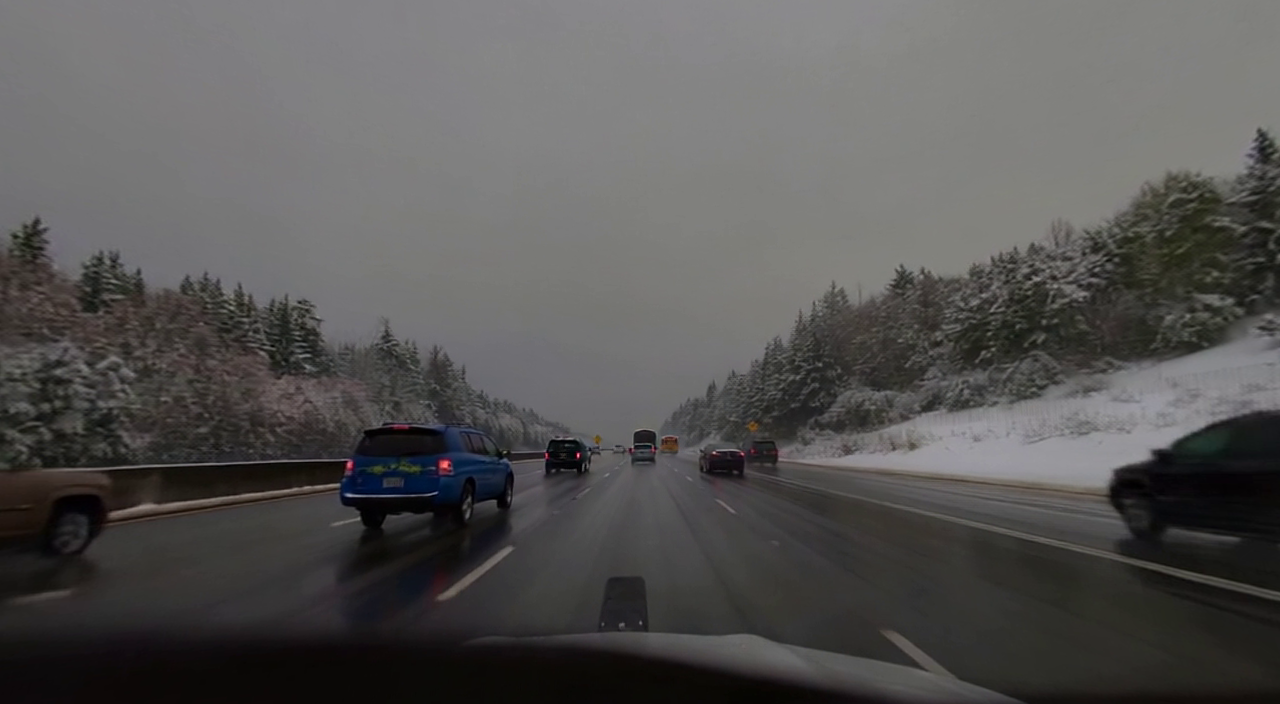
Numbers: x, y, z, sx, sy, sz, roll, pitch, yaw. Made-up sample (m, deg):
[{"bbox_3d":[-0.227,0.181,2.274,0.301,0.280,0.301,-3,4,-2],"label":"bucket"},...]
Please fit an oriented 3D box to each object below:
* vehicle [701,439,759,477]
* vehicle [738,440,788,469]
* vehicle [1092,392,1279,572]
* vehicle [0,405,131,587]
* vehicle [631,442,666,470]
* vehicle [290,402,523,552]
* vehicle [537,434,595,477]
[{"bbox_3d":[4.266,5.080,30.589,2.050,1.661,4.636,0,-8,-1],"label":"vehicle"},{"bbox_3d":[8.158,6.854,42.394,2.191,1.807,5.692,0,-8,0],"label":"vehicle"},{"bbox_3d":[7.923,1.391,6.813,2.227,1.895,5.197,0,-9,1],"label":"vehicle"},{"bbox_3d":[-7.658,1.354,5.664,2.072,1.852,4.760,-1,-9,2],"label":"vehicle"},{"bbox_3d":[0.501,6.328,38.529,2.042,1.632,3.654,0,-8,1],"label":"vehicle"},{"bbox_3d":[-3.405,1.926,10.332,2.016,1.898,4.458,0,-8,1],"label":"vehicle"},{"bbox_3d":[-3.451,4.931,30.245,2.155,1.843,4.567,0,-8,1],"label":"vehicle"}]
